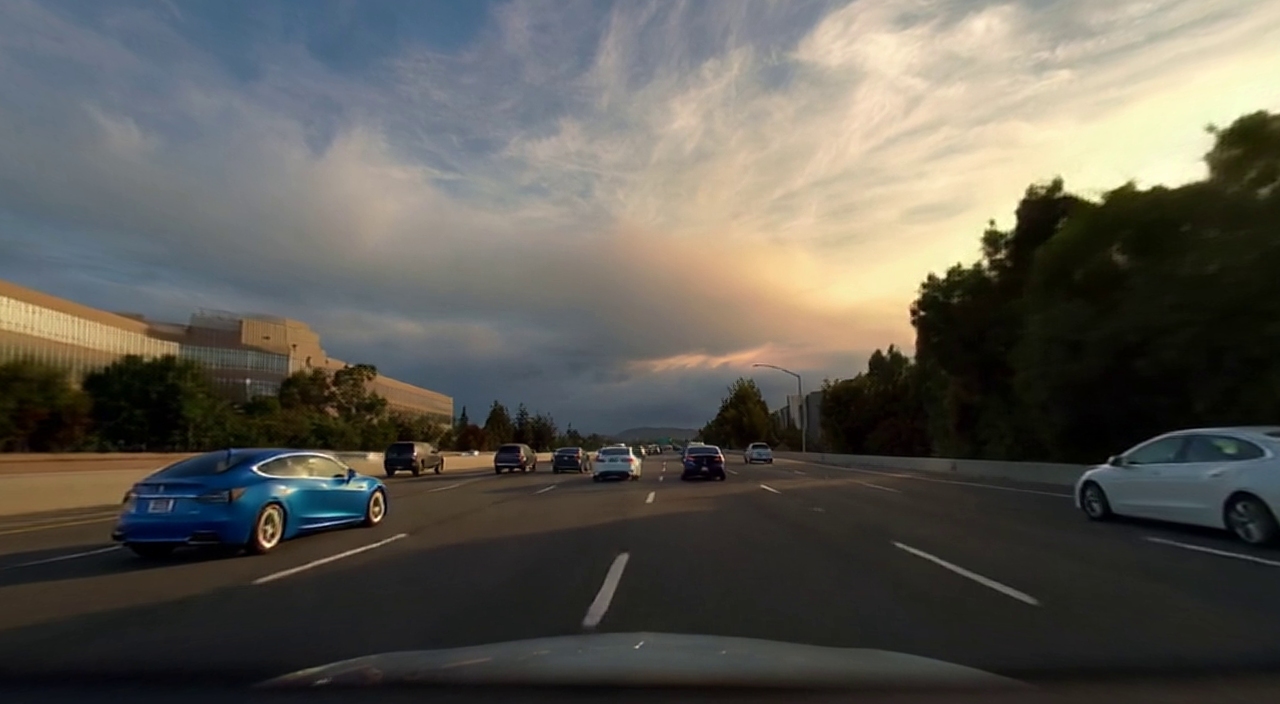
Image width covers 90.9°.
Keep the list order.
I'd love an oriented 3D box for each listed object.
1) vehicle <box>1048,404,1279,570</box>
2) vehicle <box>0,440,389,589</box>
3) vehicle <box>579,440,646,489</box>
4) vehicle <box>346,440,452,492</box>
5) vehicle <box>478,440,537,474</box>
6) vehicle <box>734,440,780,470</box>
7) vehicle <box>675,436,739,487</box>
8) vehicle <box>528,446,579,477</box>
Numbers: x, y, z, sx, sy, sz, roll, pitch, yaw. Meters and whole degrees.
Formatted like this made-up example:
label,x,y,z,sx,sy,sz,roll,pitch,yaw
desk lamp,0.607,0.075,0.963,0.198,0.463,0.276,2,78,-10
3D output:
label,x,y,z,sx,sy,sz,roll,pitch,yaw
vehicle,7.721,1.595,7.853,1.960,1.726,5.016,-1,-8,1
vehicle,-5.620,1.986,8.756,2.116,1.473,4.644,-1,-8,3
vehicle,-0.915,4.113,23.520,2.102,1.624,4.257,-1,-8,3
vehicle,-8.725,4.137,23.309,1.947,1.683,4.331,-1,-8,4
vehicle,-7.903,6.285,38.081,2.187,1.851,5.085,-1,-8,3
vehicle,7.393,6.525,40.246,2.071,1.754,4.484,-1,-8,1
vehicle,2.428,4.105,23.969,2.114,1.715,4.136,-1,-8,2
vehicle,-4.436,5.683,33.011,1.886,1.455,4.148,-1,-8,3
